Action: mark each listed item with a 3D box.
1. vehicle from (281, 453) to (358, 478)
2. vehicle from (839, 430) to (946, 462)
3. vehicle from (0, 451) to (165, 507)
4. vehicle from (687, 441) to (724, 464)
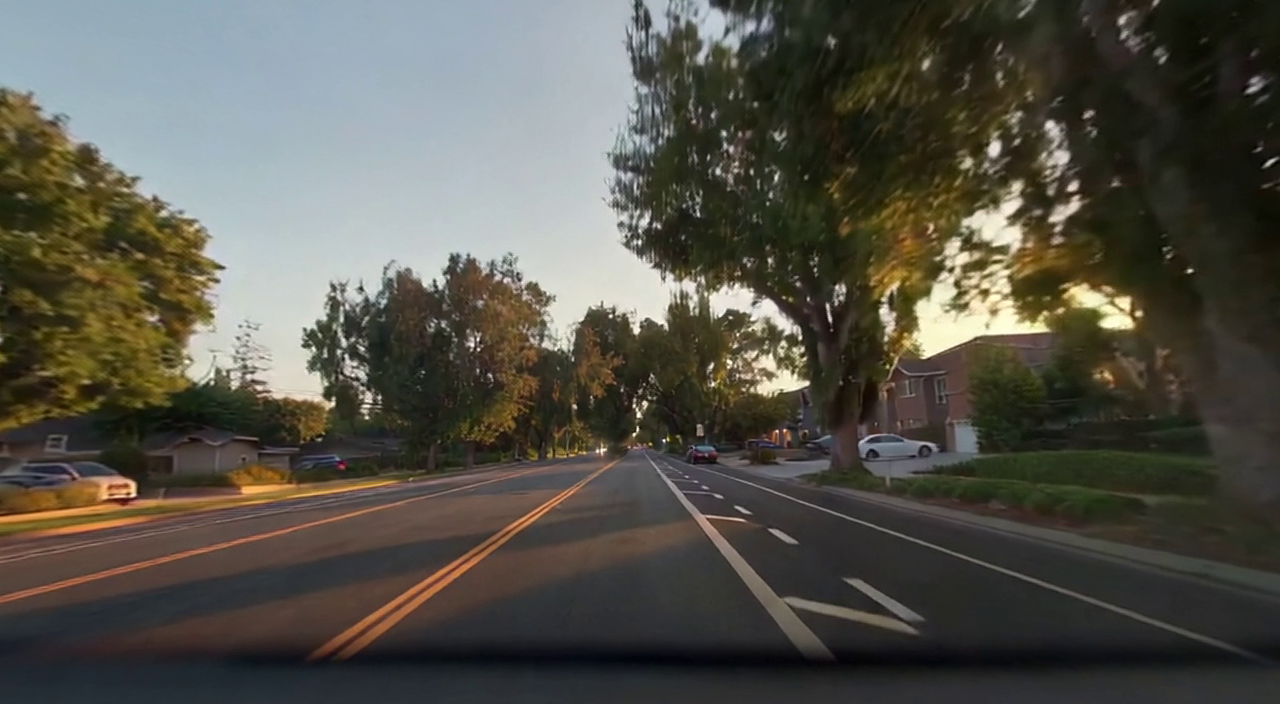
[{"bbox_3d":[-23.421,8.300,46.274,4.466,1.773,2.063,0,-8,-2],"label":"vehicle"},{"bbox_3d":[13.198,4.948,33.221,4.710,1.612,1.999,0,-8,-2],"label":"vehicle"},{"bbox_3d":[-20.995,4.743,24.121,2.128,1.839,4.830,1,-9,-4],"label":"vehicle"},{"bbox_3d":[4.714,7.320,46.224,1.995,1.553,4.628,0,-8,-3],"label":"vehicle"}]
